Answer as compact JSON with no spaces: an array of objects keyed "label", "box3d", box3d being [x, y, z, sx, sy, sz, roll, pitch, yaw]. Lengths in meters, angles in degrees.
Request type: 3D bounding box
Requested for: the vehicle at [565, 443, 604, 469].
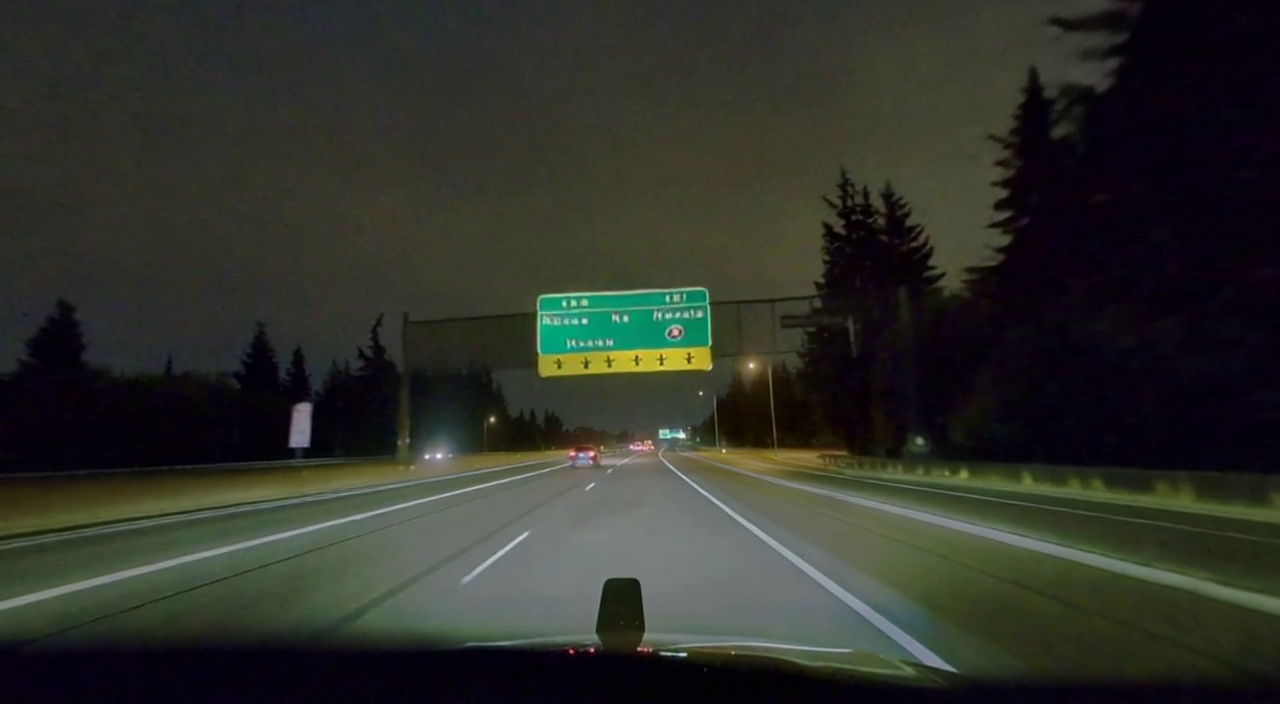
[{"label":"vehicle","box3d":[-3.360,6.387,38.931,1.979,1.521,4.147,0,-9,1]}]
